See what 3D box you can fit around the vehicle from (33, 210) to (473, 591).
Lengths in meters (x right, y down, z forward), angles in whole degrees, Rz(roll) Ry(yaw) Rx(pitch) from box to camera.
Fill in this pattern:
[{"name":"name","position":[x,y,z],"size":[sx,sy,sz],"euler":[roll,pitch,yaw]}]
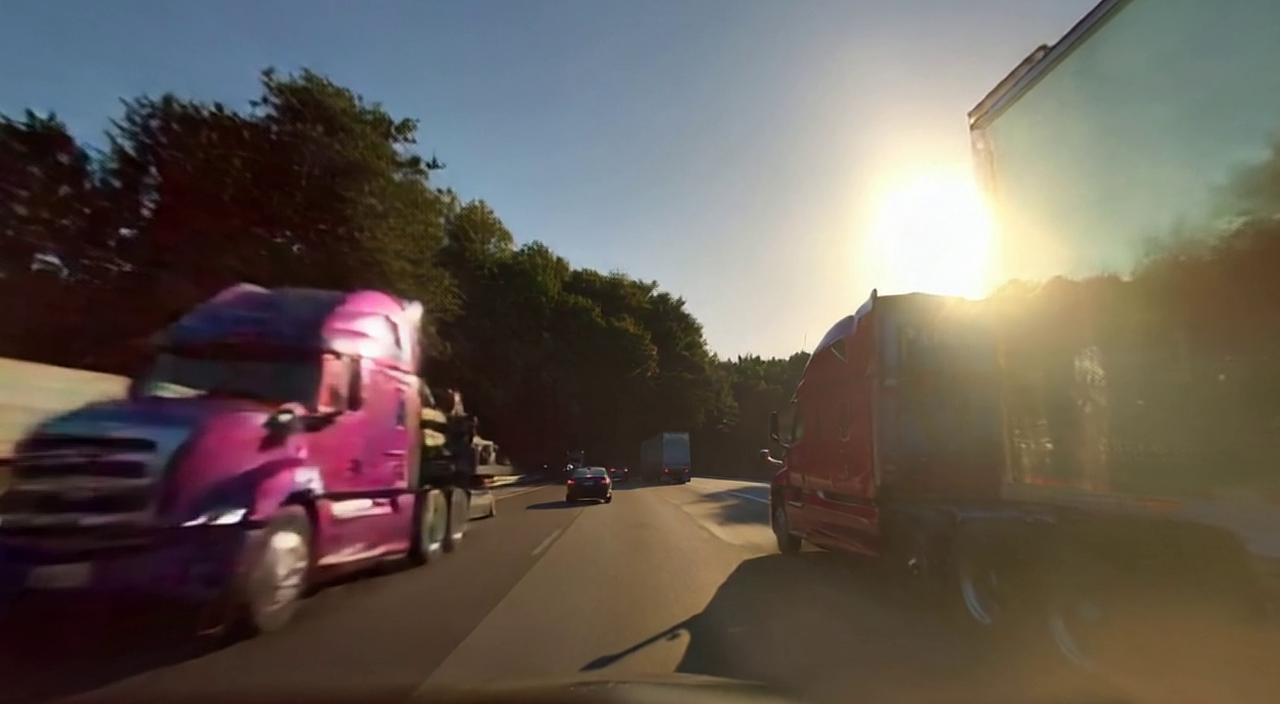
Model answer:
[{"name":"vehicle","position":[-4.838,0.901,9.556],"size":[3.099,4.220,5.196],"euler":[1,-10,-1]}]

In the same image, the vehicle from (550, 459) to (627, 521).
[{"name":"vehicle","position":[-1.426,4.130,19.267],"size":[2.010,1.580,4.949],"euler":[1,-10,-1]}]

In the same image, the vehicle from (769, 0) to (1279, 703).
[{"name":"vehicle","position":[3.900,0.212,4.133],"size":[2.856,4.040,14.009],"euler":[1,-10,-1]}]
